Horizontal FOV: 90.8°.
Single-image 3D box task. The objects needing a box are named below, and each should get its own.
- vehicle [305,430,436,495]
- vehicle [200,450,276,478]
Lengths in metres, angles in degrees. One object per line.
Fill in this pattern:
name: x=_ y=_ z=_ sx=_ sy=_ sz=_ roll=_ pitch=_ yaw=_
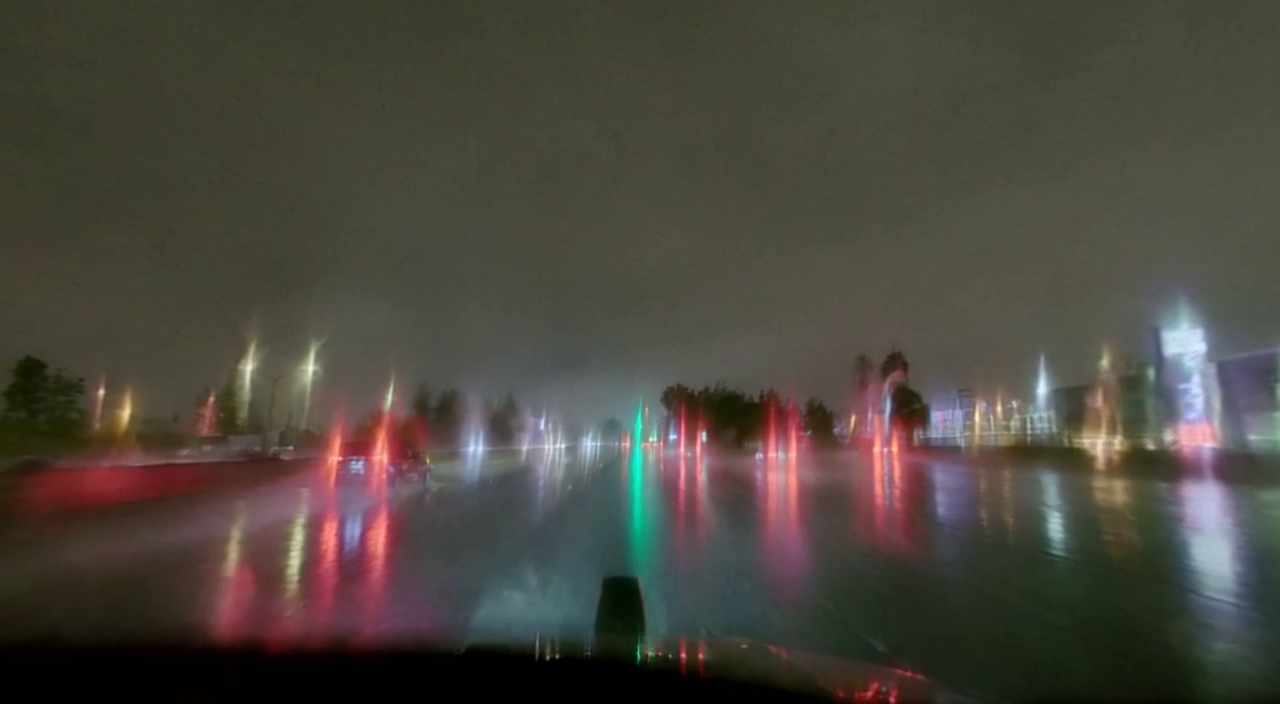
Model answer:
vehicle: x=-7.976 y=3.301 z=19.254 sx=2.089 sy=1.724 sz=4.327 roll=0 pitch=-8 yaw=-1
vehicle: x=-25.937 y=7.204 z=40.997 sx=1.871 sy=1.556 sz=4.664 roll=0 pitch=-8 yaw=-1
